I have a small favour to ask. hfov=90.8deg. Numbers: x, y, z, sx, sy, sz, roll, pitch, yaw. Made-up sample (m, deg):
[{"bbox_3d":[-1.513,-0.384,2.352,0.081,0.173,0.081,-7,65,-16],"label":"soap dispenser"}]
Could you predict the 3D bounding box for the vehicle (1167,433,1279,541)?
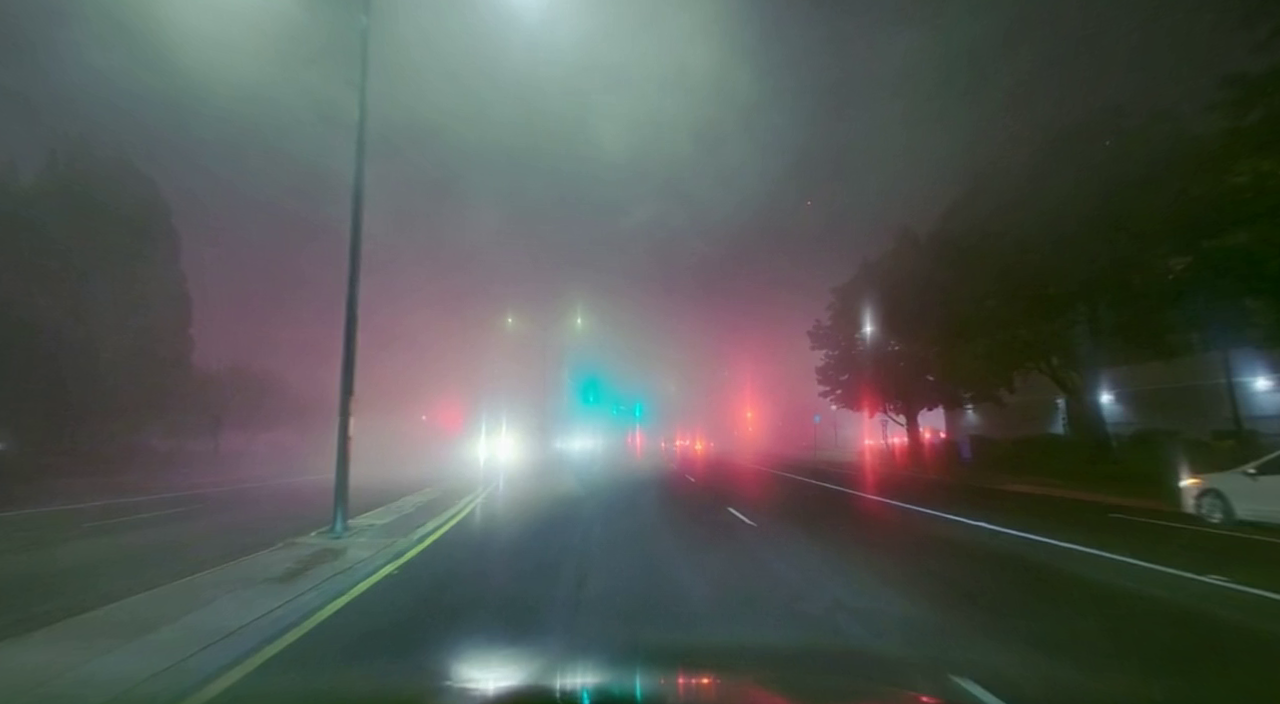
[{"bbox_3d":[10.244,1.853,8.471,1.980,1.543,5.090,0,-8,0],"label":"vehicle"}]
